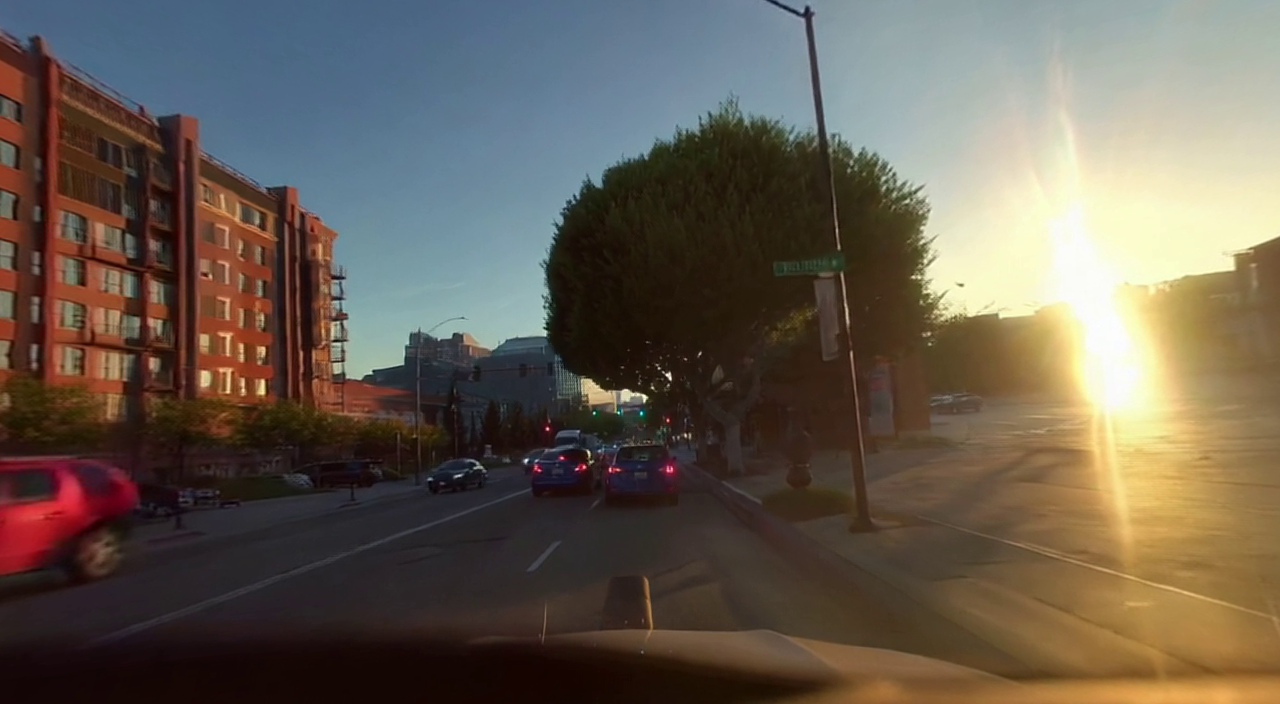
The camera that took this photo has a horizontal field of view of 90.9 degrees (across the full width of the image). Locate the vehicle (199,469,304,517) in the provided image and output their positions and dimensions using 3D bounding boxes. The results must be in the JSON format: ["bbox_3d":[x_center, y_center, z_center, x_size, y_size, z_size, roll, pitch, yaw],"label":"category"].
[{"bbox_3d":[-16.979,6.167,27.567,4.266,1.486,1.907,-13,-15,25],"label":"vehicle"}]

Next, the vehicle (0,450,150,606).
[{"bbox_3d":[-8.536,2.119,7.438,1.931,1.803,4.420,-2,-8,0],"label":"vehicle"}]

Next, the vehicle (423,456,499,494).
[{"bbox_3d":[-8.392,5.773,29.987,2.118,1.473,4.642,-3,-9,2],"label":"vehicle"}]

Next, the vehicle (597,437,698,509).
[{"bbox_3d":[0.179,2.807,15.087,2.094,1.478,3.922,0,-9,1],"label":"vehicle"}]

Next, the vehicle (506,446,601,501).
[{"bbox_3d":[-2.415,3.547,18.980,2.099,1.424,4.843,0,-8,1],"label":"vehicle"}]

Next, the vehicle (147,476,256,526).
[{"bbox_3d":[-17.329,5.789,24.836,4.584,1.504,2.124,-7,-10,38],"label":"vehicle"}]
